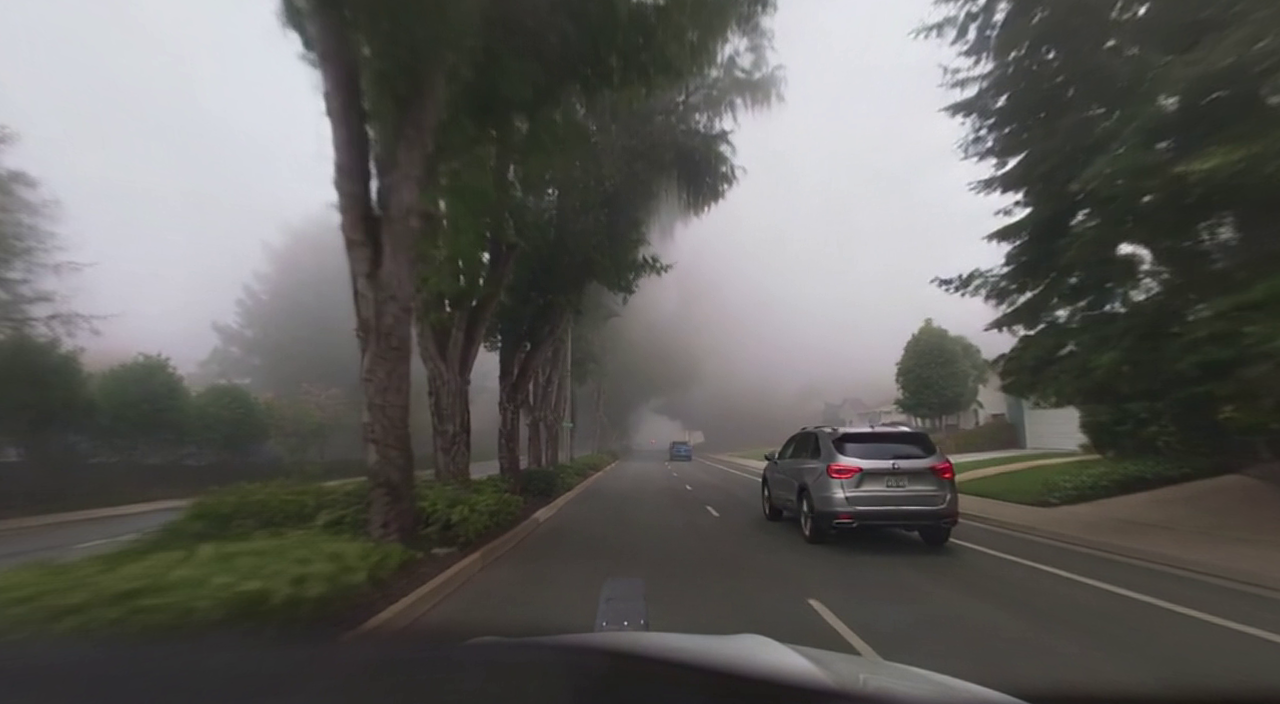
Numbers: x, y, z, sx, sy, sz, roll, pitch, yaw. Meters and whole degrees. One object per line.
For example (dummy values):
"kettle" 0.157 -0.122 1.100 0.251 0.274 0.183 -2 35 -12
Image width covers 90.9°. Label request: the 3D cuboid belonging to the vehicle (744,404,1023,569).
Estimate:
"vehicle" 3.039 1.807 9.239 2.180 1.773 4.639 0 -8 -1
